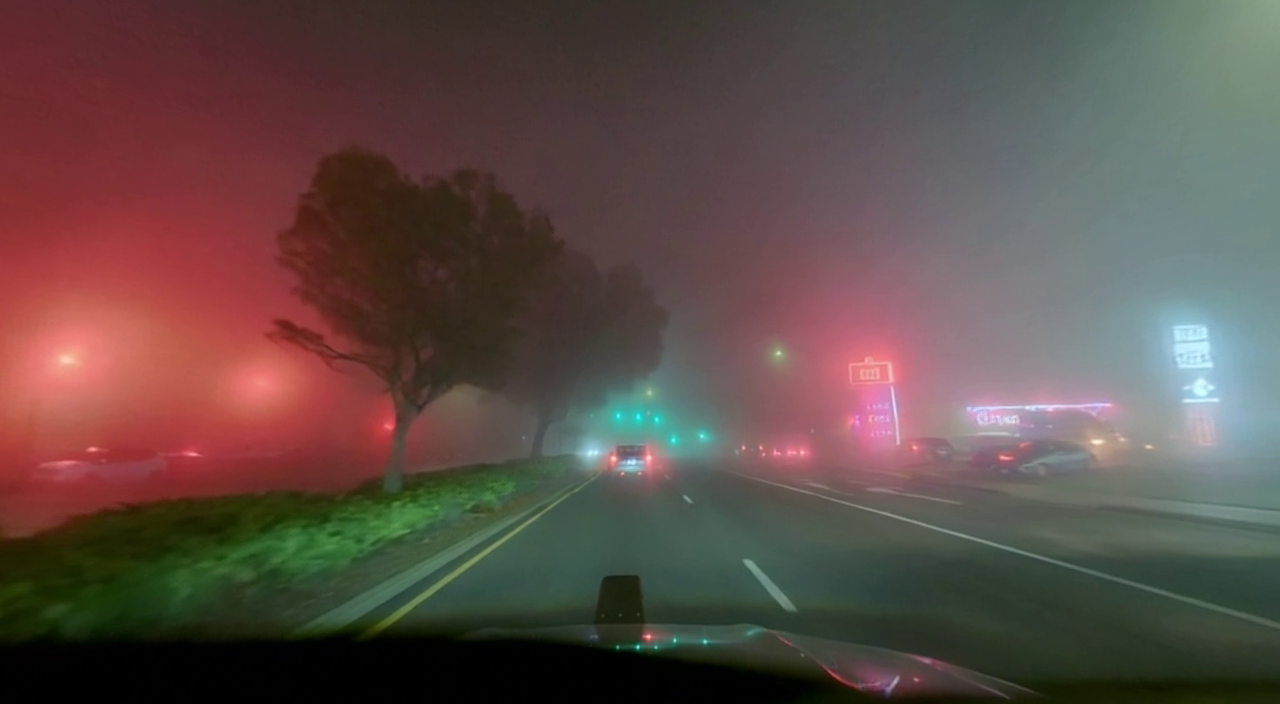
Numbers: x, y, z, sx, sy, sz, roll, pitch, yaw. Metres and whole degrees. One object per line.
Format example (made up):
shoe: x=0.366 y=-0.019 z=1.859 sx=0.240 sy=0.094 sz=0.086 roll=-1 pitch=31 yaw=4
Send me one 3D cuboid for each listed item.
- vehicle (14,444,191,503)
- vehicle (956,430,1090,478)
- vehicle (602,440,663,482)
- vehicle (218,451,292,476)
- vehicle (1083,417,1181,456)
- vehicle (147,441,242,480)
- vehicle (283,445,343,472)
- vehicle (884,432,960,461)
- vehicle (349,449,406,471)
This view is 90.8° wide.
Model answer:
vehicle: x=-19.281 y=4.307 z=23.084 sx=2.129 sy=1.794 sz=4.967 roll=-2 pitch=-8 yaw=-1
vehicle: x=15.900 y=4.274 z=26.687 sx=2.377 sy=1.783 sz=5.145 roll=0 pitch=-8 yaw=-1
vehicle: x=-0.306 y=4.188 z=24.613 sx=2.185 sy=1.473 sz=3.925 roll=0 pitch=-8 yaw=-1
vehicle: x=-24.780 y=7.177 z=40.889 sx=1.893 sy=1.451 sz=4.809 roll=0 pitch=-8 yaw=-1
vehicle: x=32.795 y=5.700 z=42.339 sx=2.209 sy=2.346 sz=5.394 roll=-2 pitch=-8 yaw=2
vehicle: x=-24.735 y=6.001 z=35.324 sx=2.003 sy=1.958 sz=4.810 roll=0 pitch=-8 yaw=-3
vehicle: x=-24.330 y=7.911 z=47.230 sx=1.985 sy=1.821 sz=4.774 roll=0 pitch=-8 yaw=0
vehicle: x=18.685 y=6.318 z=42.242 sx=2.253 sy=1.771 sz=5.722 roll=0 pitch=-8 yaw=-2
vehicle: x=-19.456 y=8.036 z=47.107 sx=2.083 sy=1.481 sz=5.103 roll=0 pitch=-8 yaw=0
